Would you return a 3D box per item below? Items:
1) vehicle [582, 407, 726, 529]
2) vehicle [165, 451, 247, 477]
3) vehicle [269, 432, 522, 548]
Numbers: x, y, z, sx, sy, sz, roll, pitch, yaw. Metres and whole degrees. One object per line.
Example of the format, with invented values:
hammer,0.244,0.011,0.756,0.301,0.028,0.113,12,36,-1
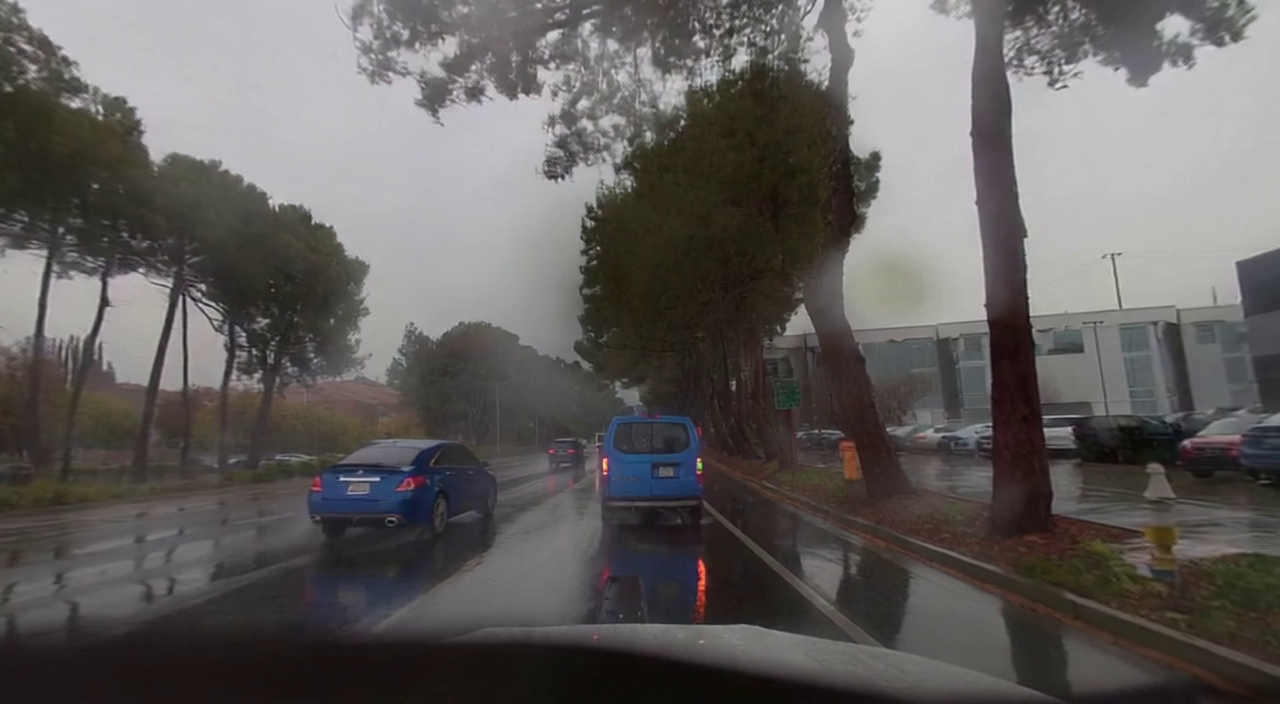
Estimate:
vehicle,0.289,2.065,11.696,2.173,1.830,4.189,0,-9,2
vehicle,-32.789,8.455,47.951,1.977,1.788,4.978,-2,-9,13
vehicle,-3.592,2.122,10.525,1.991,1.459,4.813,-1,-9,4
